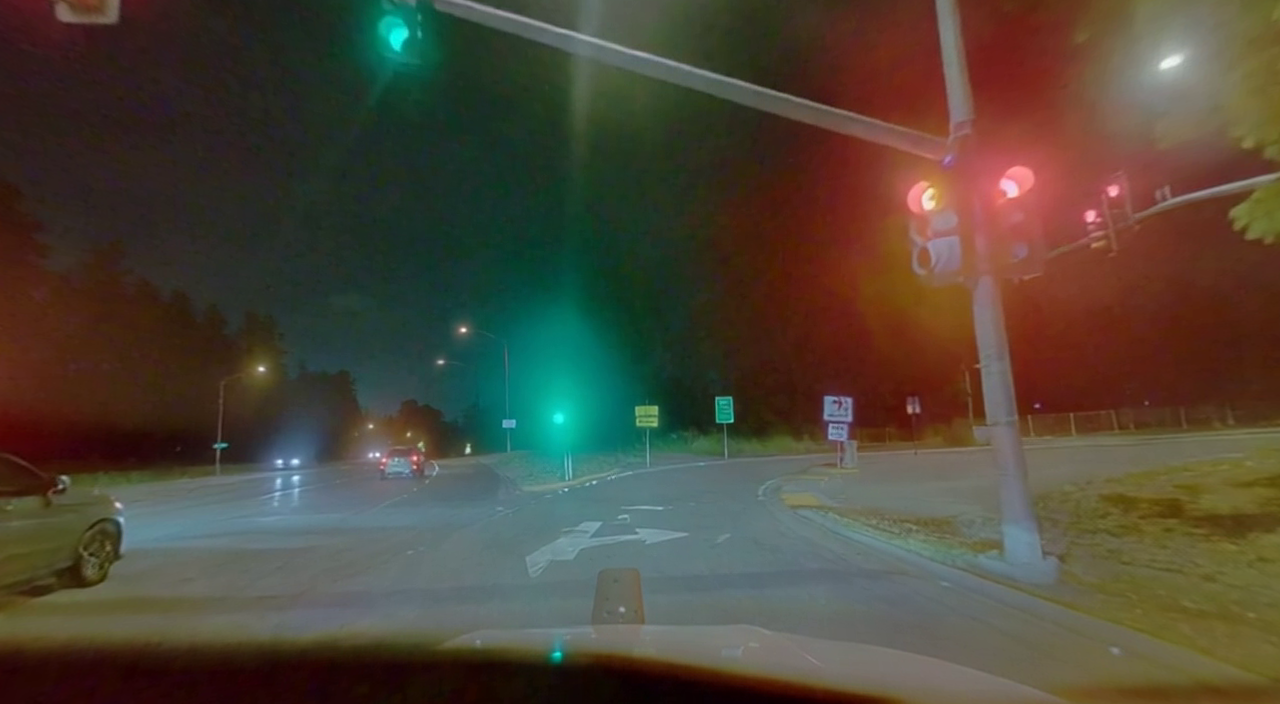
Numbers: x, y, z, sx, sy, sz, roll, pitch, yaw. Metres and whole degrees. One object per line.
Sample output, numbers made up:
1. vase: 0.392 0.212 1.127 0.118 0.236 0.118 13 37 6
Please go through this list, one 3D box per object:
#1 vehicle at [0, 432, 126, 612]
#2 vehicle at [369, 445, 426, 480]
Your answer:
1. vehicle: -6.366 1.366 4.741 1.936 1.542 4.336 1 -9 -10
2. vehicle: -12.911 5.879 33.955 2.134 1.707 4.471 1 -9 -12
